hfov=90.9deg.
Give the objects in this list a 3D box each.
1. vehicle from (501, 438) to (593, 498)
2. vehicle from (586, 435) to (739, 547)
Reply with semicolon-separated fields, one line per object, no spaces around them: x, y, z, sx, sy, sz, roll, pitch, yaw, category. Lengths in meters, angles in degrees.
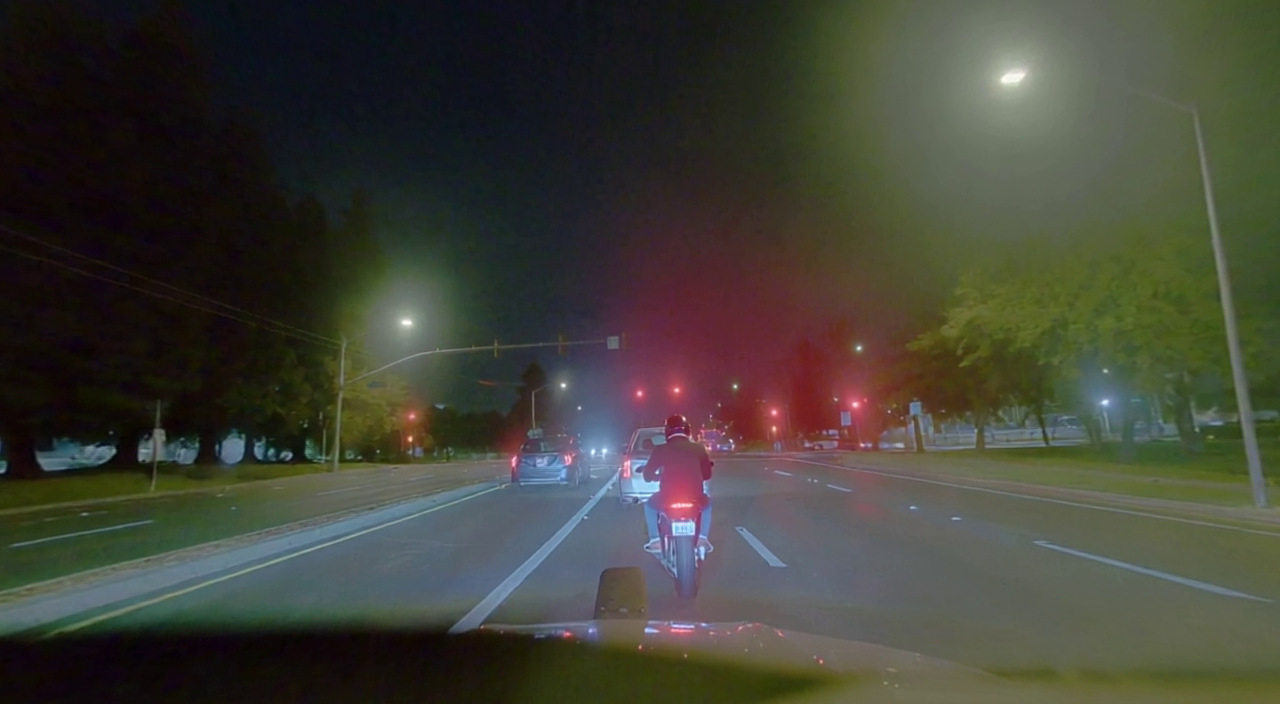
-2.550;3.280;18.258;1.979;1.499;3.840;-1;-8;2;vehicle
0.326;2.168;10.658;2.009;1.450;4.608;-1;-8;1;vehicle
